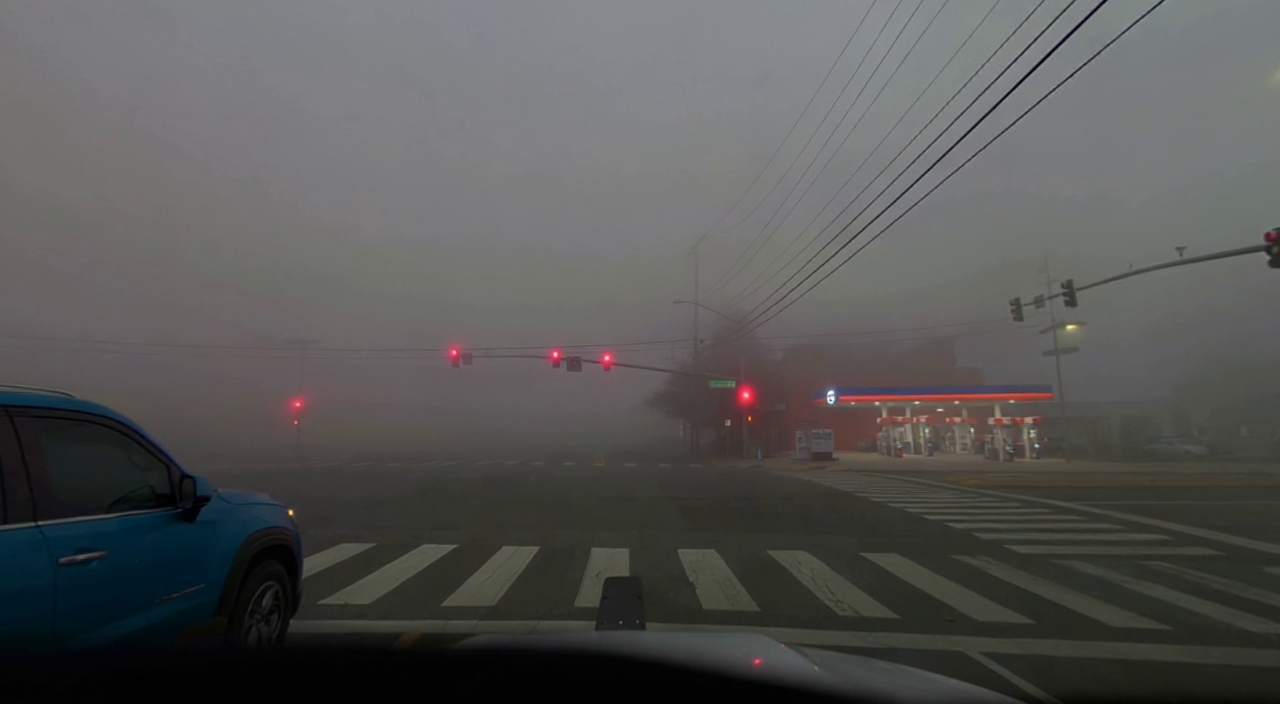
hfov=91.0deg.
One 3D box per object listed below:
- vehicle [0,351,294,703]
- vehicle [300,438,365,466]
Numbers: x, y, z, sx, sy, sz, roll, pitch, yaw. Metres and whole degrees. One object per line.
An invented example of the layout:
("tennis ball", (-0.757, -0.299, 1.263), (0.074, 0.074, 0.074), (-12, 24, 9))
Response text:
("vehicle", (-3.421, 0.803, 2.046), (2.053, 1.690, 4.364), (0, -9, 1))
("vehicle", (-20.459, 6.679, 42.144), (2.004, 1.699, 4.486), (0, -9, 1))
